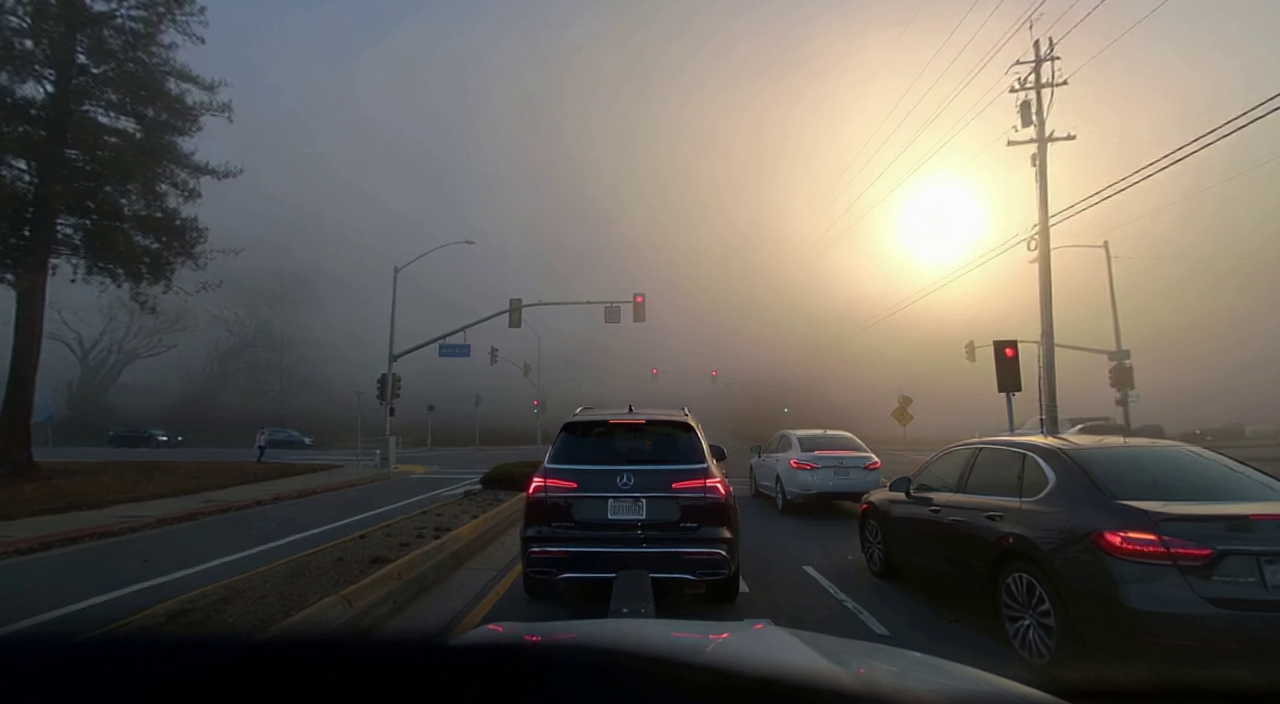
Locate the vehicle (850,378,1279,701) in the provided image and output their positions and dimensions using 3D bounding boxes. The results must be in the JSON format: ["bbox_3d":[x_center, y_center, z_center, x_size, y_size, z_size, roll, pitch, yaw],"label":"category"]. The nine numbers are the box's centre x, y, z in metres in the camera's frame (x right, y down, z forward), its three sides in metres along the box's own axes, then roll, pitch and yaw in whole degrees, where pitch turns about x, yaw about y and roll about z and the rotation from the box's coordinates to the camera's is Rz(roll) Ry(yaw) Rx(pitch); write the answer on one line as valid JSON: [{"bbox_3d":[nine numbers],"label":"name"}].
[{"bbox_3d":[3.556,1.295,5.569,1.948,1.677,4.437,0,-8,1],"label":"vehicle"}]

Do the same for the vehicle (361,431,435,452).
[{"bbox_3d":[-17.744,6.559,46.375,4.607,1.478,1.995,0,-8,0],"label":"vehicle"}]

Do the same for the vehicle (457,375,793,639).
[{"bbox_3d":[-0.150,1.370,6.592,2.271,1.786,4.443,0,-8,-1],"label":"vehicle"}]

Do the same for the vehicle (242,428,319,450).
[{"bbox_3d":[-26.836,6.528,47.227,4.587,1.639,1.878,0,-8,1],"label":"vehicle"}]
